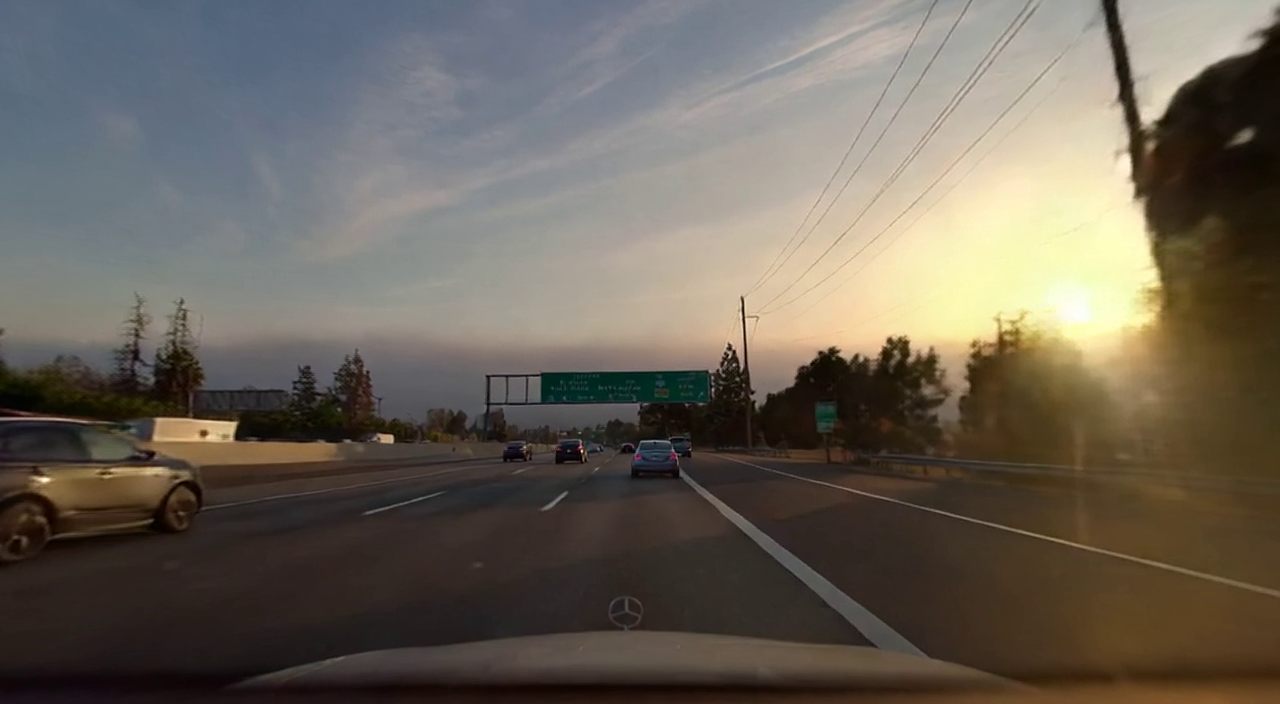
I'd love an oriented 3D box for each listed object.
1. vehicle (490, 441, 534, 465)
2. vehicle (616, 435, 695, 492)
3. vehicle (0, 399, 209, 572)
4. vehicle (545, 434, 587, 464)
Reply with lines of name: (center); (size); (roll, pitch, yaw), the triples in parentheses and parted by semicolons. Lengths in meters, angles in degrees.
vehicle: (-8.356, 6.624, 41.565); (1.974, 1.464, 4.733); (0, -8, -1)
vehicle: (0.351, 3.228, 18.638); (2.082, 1.482, 4.126); (0, -8, -2)
vehicle: (-7.762, 1.483, 7.205); (2.206, 1.788, 4.914); (0, -8, 0)
vehicle: (-4.647, 6.174, 40.257); (2.289, 1.777, 4.534); (0, -8, -2)
